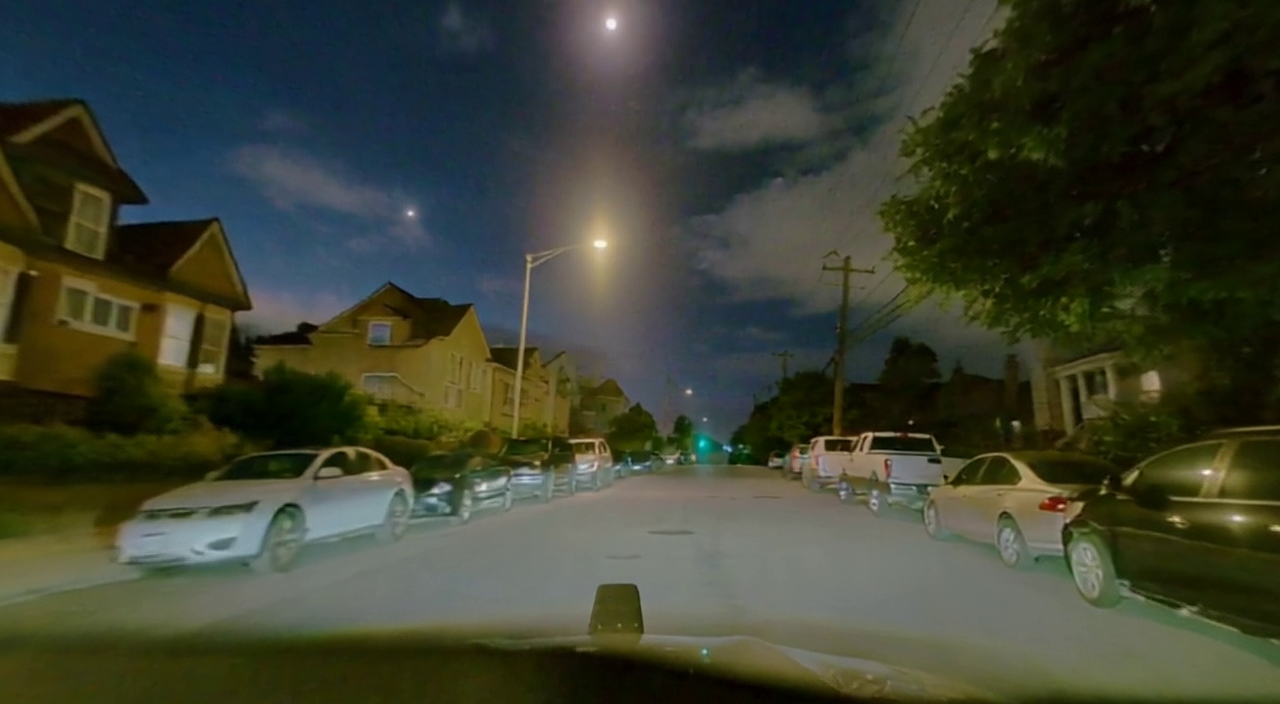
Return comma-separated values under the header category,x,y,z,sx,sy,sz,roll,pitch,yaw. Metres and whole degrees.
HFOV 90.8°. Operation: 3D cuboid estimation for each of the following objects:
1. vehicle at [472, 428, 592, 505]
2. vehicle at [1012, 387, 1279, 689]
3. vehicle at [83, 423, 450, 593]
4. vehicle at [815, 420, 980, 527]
category,x,y,z,sx,sy,sz,roll,pitch,yaw
vehicle,-2.931,3.267,18.473,2.034,1.923,4.713,-1,-8,9
vehicle,4.907,1.302,4.389,2.055,1.763,5.134,4,-10,6
vehicle,-4.506,1.903,8.694,1.909,1.675,4.442,-1,-8,8
vehicle,5.840,2.793,15.243,2.237,2.071,5.332,-1,-8,7
